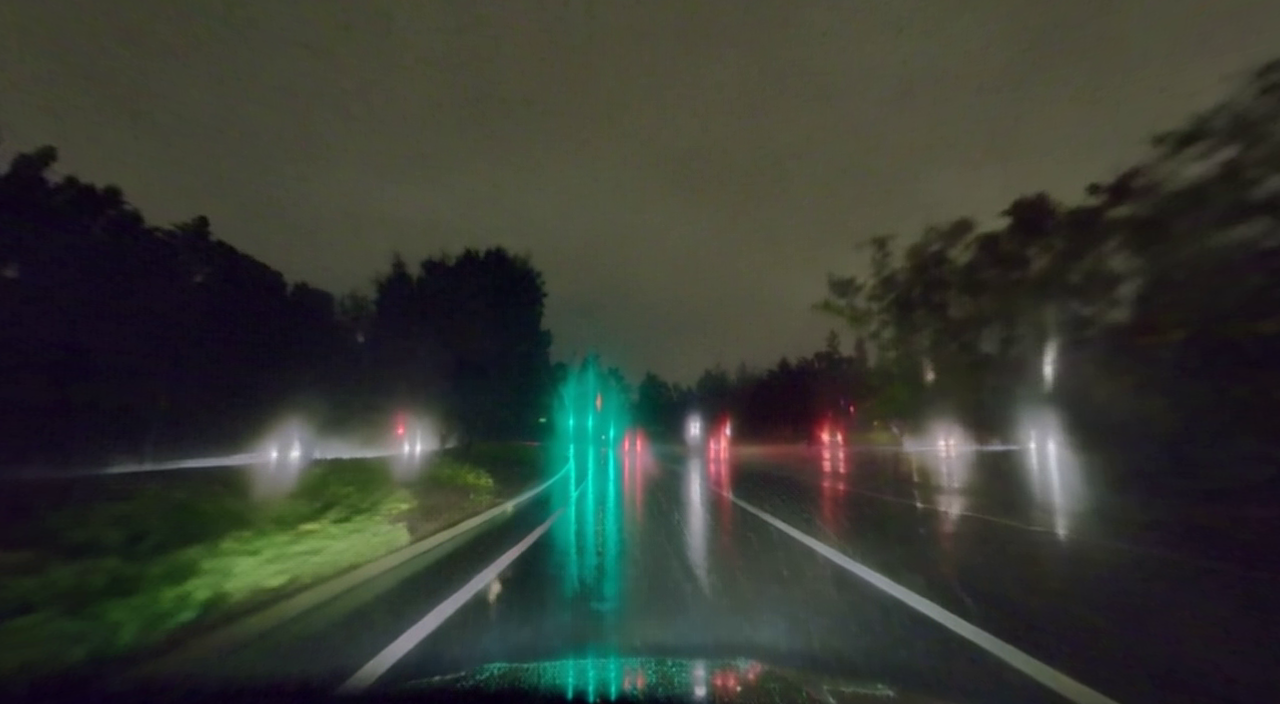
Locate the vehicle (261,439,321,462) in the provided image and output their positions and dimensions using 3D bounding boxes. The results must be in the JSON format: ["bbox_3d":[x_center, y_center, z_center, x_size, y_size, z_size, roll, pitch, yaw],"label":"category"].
[{"bbox_3d":[-23.678,6.718,43.076,1.826,1.473,4.374,0,-8,-4],"label":"vehicle"}]
